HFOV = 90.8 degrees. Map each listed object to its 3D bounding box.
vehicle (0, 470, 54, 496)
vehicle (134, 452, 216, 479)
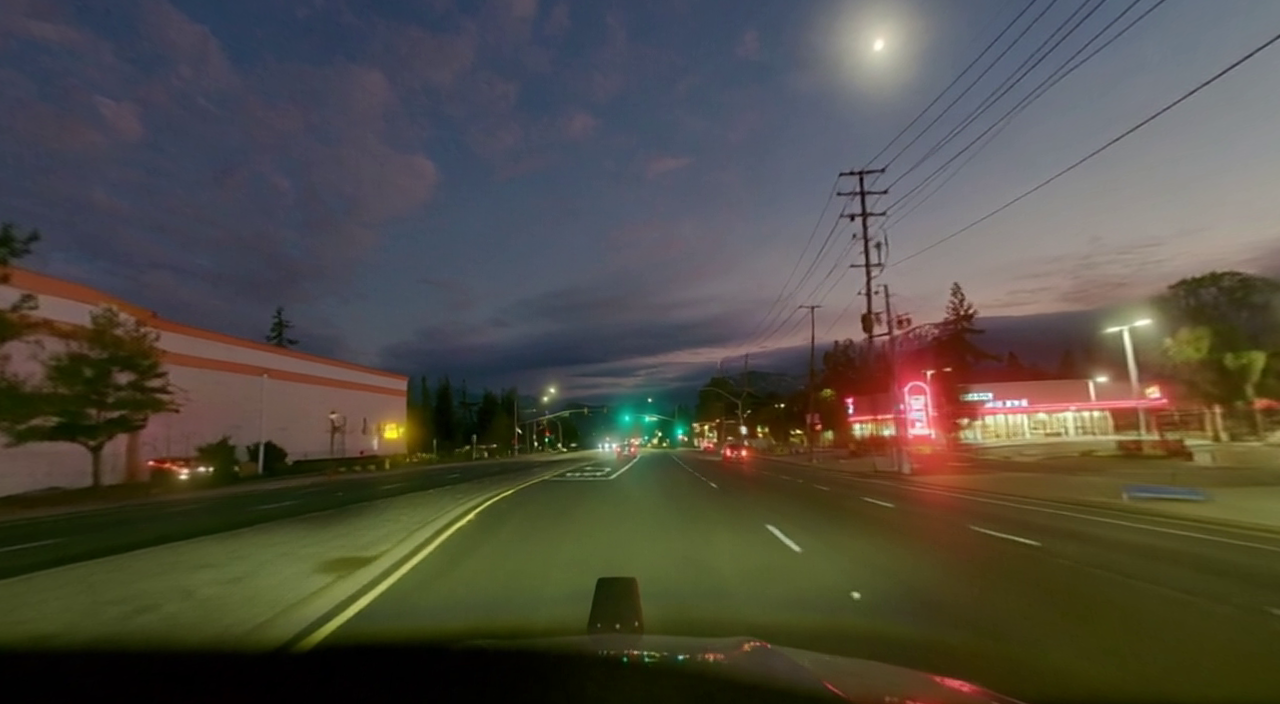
[{"bbox_3d":[-45.475,9.453,45.729,1.818,1.590,4.291,0,-8,1],"label":"vehicle"},{"bbox_3d":[-33.144,8.115,45.108,4.137,1.733,2.016,2,-10,0],"label":"vehicle"}]
